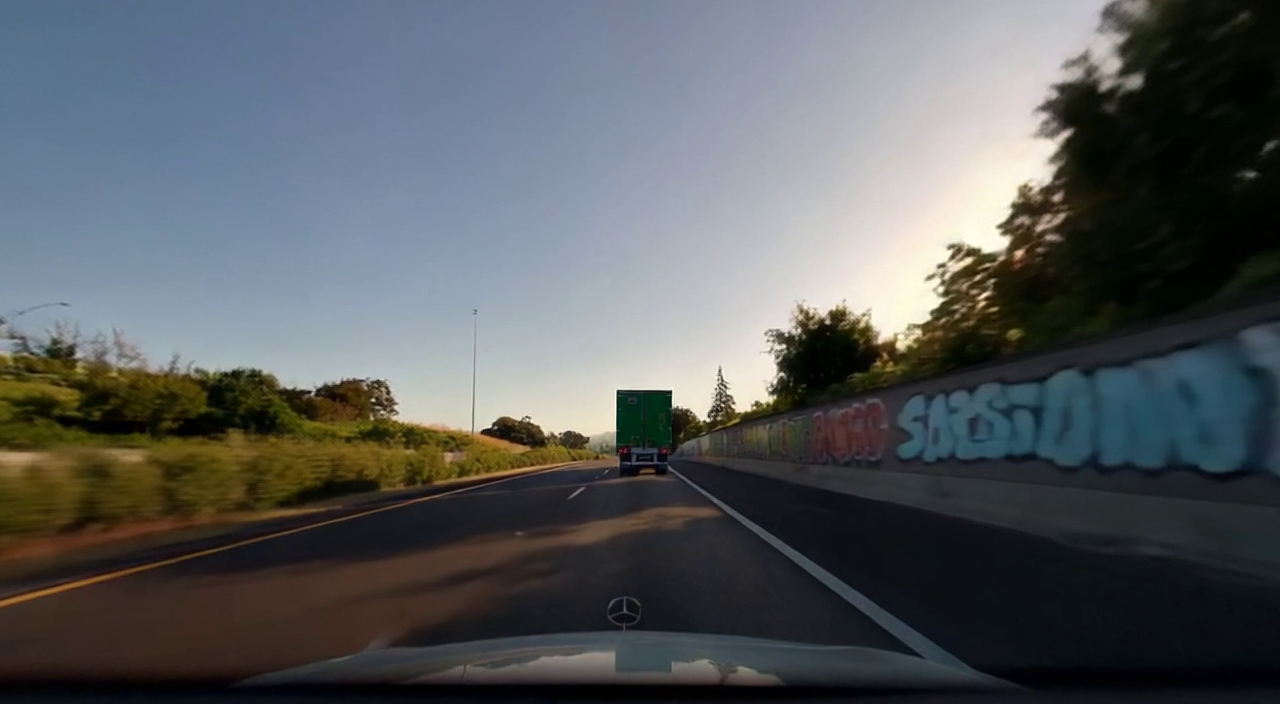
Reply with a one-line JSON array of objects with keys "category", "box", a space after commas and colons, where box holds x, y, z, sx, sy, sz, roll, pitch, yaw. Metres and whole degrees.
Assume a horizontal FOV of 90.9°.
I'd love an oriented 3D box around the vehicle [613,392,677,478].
[{"category": "vehicle", "box": [0.128, 4.600, 34.085, 2.900, 3.955, 10.151, 0, -9, -1]}]
